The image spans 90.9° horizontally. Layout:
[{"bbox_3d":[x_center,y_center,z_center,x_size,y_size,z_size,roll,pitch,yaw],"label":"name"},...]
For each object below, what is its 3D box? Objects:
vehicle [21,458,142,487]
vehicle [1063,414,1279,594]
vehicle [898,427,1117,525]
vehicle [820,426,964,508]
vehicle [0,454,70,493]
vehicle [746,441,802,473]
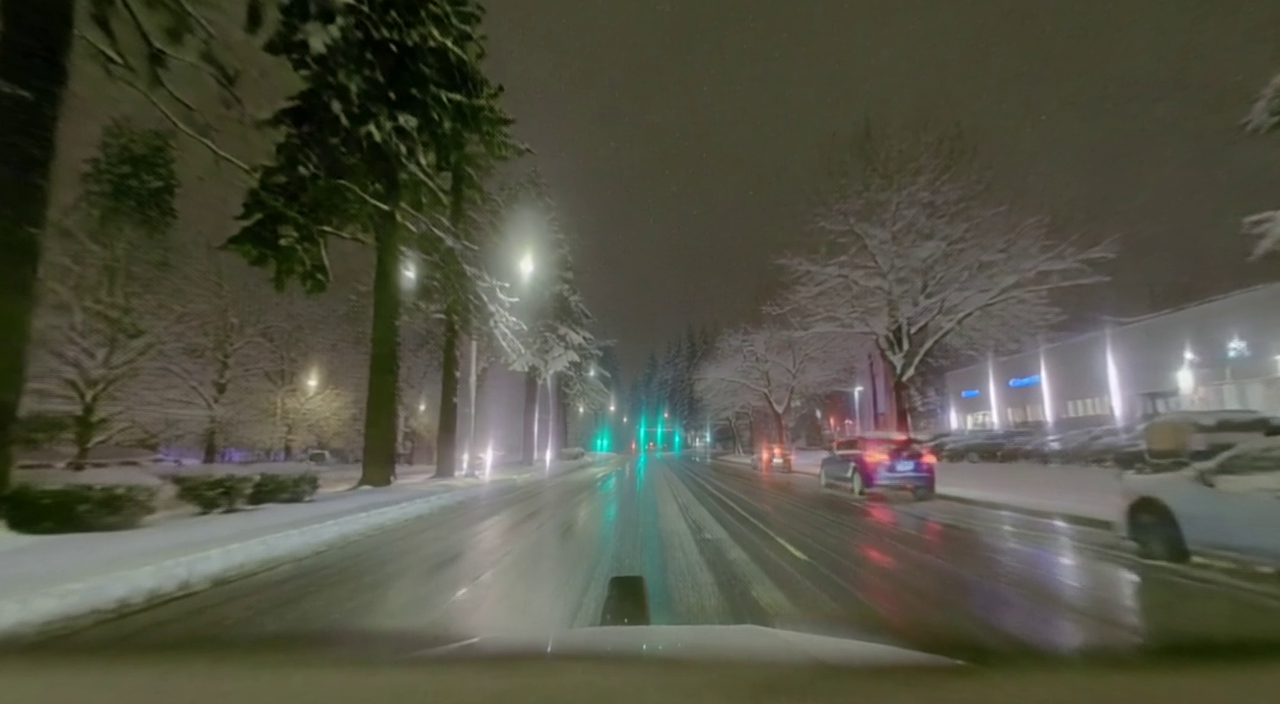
[{"bbox_3d":[-31.683,6.821,35.884,4.795,1.555,2.221,-1,-9,2],"label":"vehicle"},{"bbox_3d":[6.885,1.473,6.319,1.986,1.634,4.783,0,-8,1],"label":"vehicle"},{"bbox_3d":[7.092,2.414,12.838,1.919,1.616,4.315,0,-8,1],"label":"vehicle"},{"bbox_3d":[7.131,3.300,18.576,2.157,2.057,4.994,0,-8,0],"label":"vehicle"},{"bbox_3d":[-32.275,6.108,31.929,4.663,1.861,2.194,0,-9,2],"label":"vehicle"},{"bbox_3d":[7.311,5.788,34.947,2.122,1.602,4.928,-1,-9,1],"label":"vehicle"}]
